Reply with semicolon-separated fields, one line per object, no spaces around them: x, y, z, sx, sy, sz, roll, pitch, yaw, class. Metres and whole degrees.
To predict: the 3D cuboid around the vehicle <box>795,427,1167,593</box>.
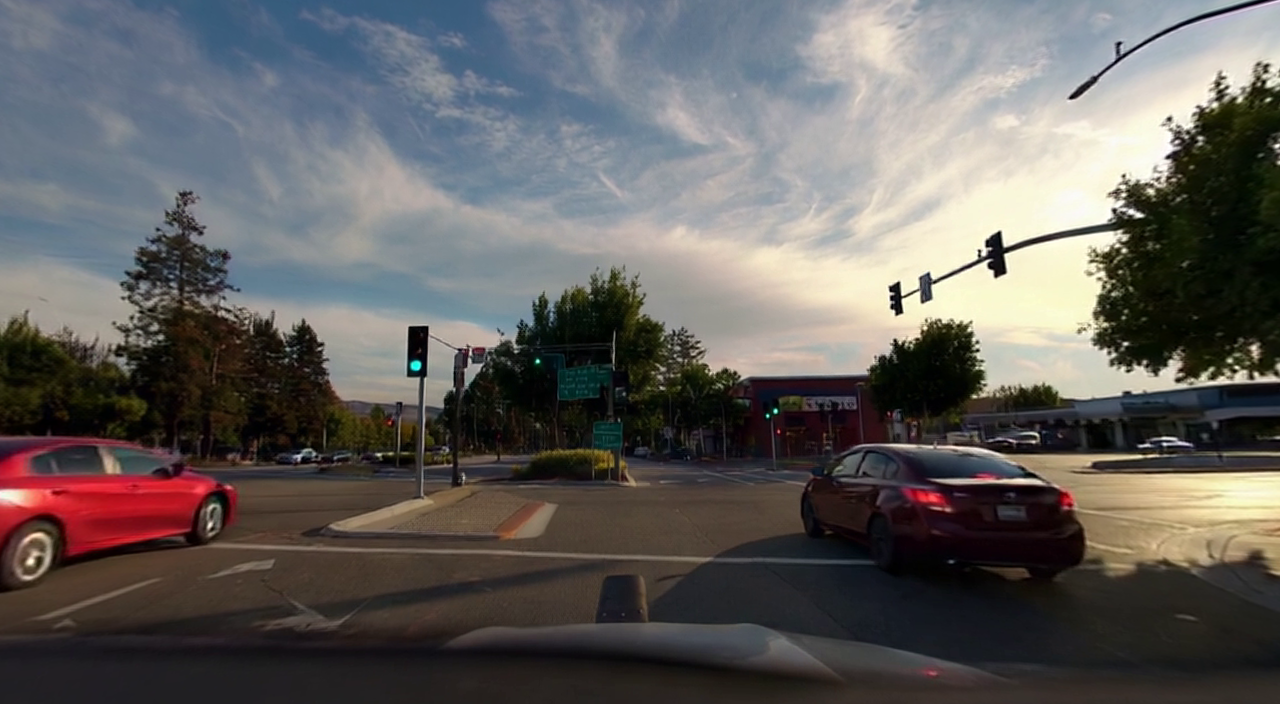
3.724;1.781;8.113;1.940;1.487;4.562;1;-8;-5;vehicle

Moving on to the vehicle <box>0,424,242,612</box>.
-6.081;1.434;5.795;1.995;1.470;4.556;0;-8;-2;vehicle
